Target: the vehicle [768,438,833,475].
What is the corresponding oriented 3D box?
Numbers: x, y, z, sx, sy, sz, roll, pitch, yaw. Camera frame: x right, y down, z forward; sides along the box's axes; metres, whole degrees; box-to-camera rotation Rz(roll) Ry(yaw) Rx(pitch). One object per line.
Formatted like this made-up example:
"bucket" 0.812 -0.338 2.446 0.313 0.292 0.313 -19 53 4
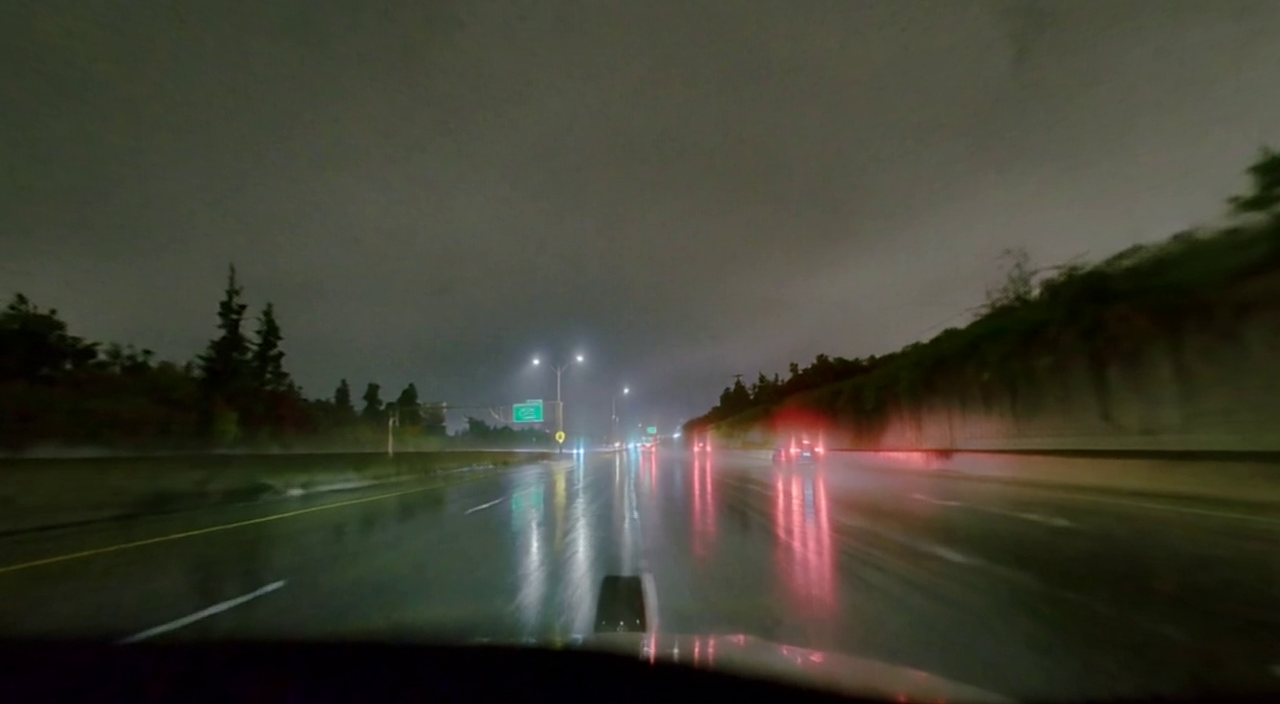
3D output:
"vehicle" 8.303 5.442 33.053 2.167 1.781 4.340 0 -9 -1
